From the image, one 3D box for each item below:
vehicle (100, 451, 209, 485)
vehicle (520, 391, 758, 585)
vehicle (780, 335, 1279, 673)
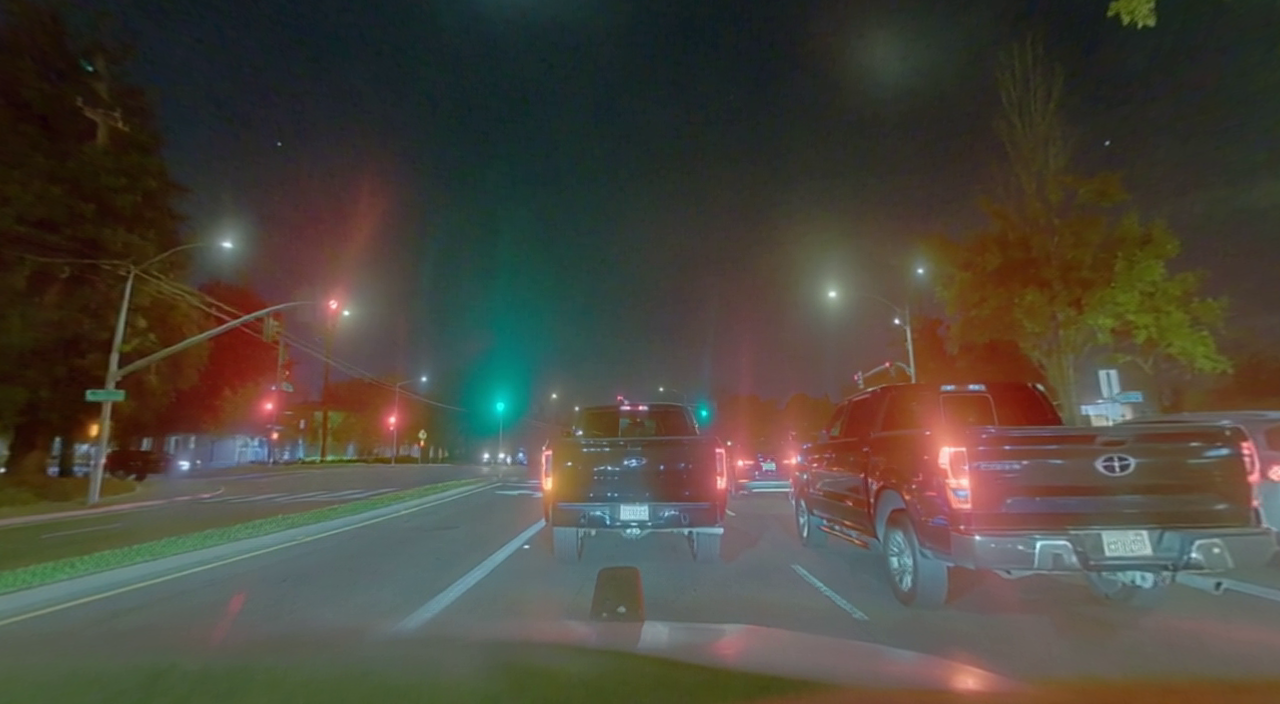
[{"bbox_3d":[-26.423,6.293,34.590,4.437,1.669,1.936,5,-10,-31],"label":"vehicle"},{"bbox_3d":[-0.054,1.656,8.556,2.240,1.821,5.001,0,-9,-1],"label":"vehicle"},{"bbox_3d":[3.333,1.280,6.556,2.412,1.953,5.682,0,-9,-1],"label":"vehicle"}]
